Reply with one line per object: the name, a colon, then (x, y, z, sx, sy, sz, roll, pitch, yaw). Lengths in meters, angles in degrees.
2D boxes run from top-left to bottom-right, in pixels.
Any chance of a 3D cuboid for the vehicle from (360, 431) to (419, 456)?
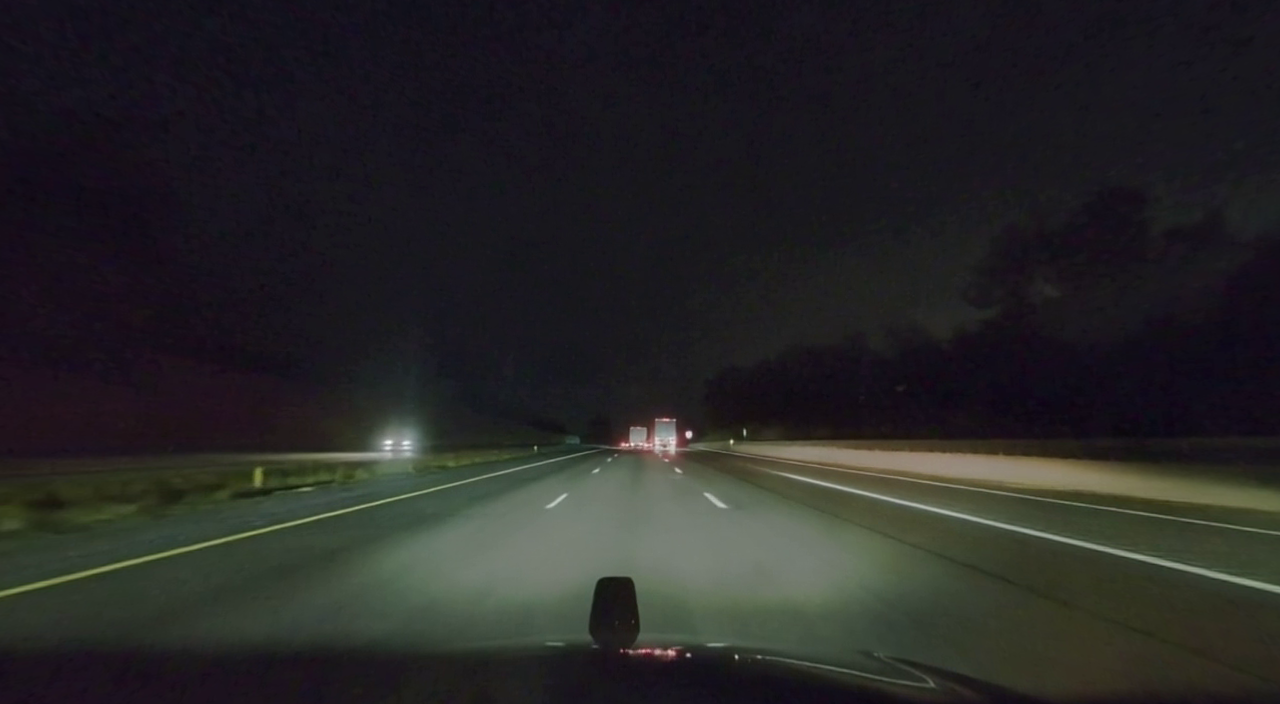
vehicle: (-16.038, 5.890, 40.554, 1.904, 1.543, 4.637, 0, -8, -1)
